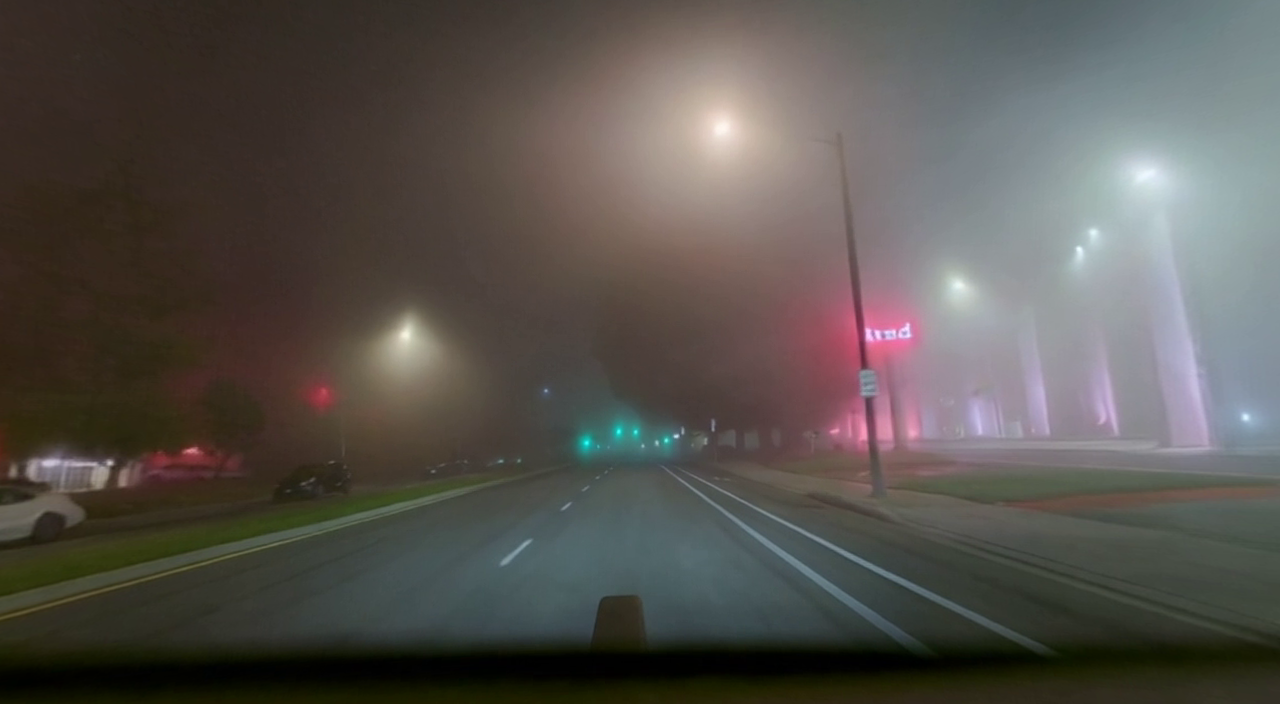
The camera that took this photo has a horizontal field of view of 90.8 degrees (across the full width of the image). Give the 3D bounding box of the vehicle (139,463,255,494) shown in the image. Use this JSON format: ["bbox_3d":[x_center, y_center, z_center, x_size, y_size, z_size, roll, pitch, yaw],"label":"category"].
[{"bbox_3d":[-23.576,6.746,33.770,4.718,1.500,1.943,0,-9,0],"label":"vehicle"}]

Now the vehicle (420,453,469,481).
[{"bbox_3d":[-12.871,7.569,41.810,1.986,1.488,4.330,-4,-8,-2],"label":"vehicle"}]

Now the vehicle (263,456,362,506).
[{"bbox_3d":[-12.752,5.004,24.873,1.953,1.558,3.839,-5,-9,-2],"label":"vehicle"}]
